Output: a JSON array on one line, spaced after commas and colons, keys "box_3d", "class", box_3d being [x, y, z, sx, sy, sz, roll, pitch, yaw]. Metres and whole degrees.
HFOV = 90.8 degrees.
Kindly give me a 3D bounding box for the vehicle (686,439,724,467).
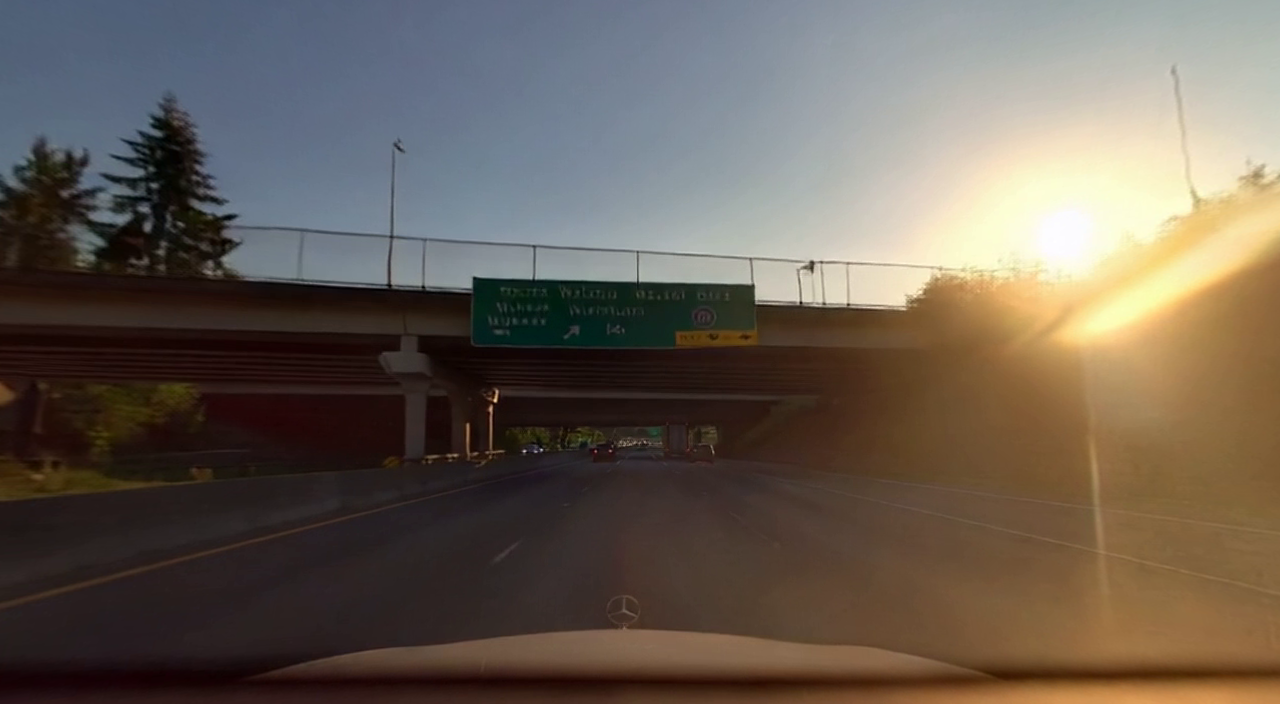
[{"box_3d": [4.639, 7.260, 45.519, 2.100, 1.889, 4.969, 0, -9, -1], "class": "vehicle"}]
